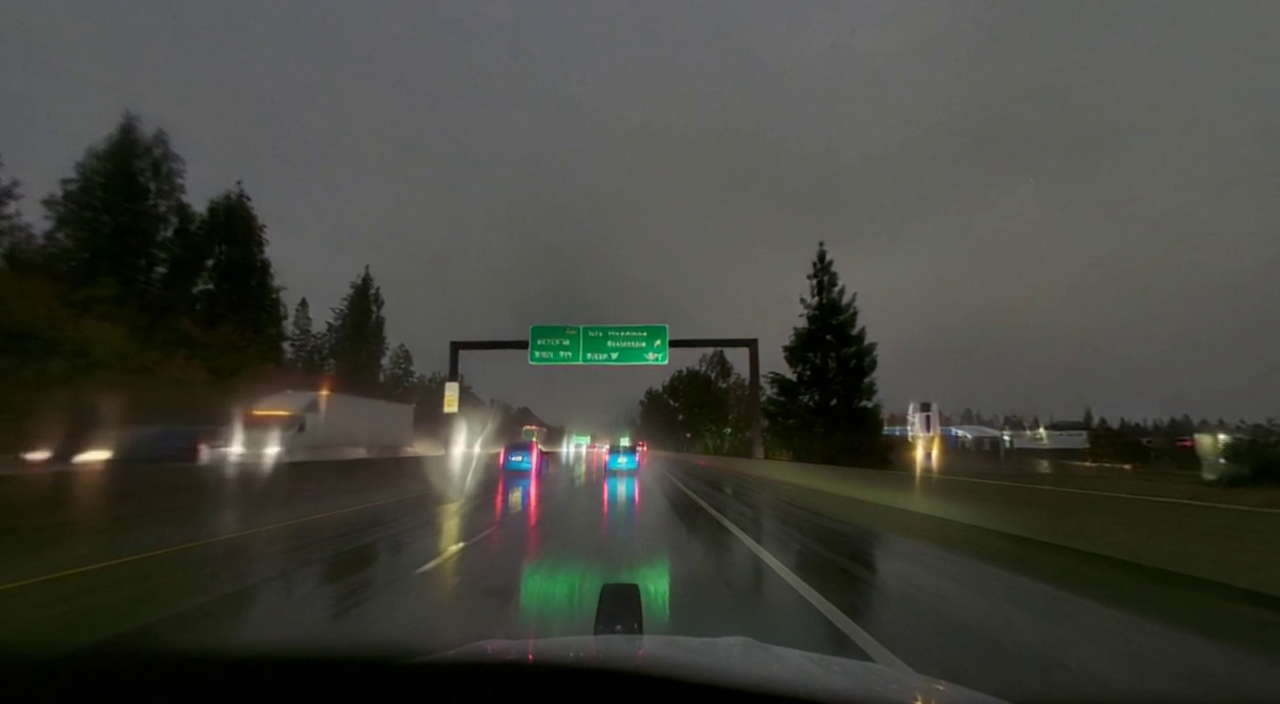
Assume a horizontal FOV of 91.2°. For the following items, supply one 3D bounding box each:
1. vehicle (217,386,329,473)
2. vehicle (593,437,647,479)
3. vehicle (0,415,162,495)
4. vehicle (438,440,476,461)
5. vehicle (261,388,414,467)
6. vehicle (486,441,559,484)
[{"bbox_3d":[-17.932,3.877,30.979,2.989,3.994,3.933,0,-9,-2],"label":"vehicle"},{"bbox_3d":[-0.879,4.729,28.067,2.220,1.711,4.056,0,-9,-1],"label":"vehicle"},{"bbox_3d":[-13.998,2.435,14.854,1.938,1.619,4.246,-1,-9,0],"label":"vehicle"},{"bbox_3d":[-14.564,7.834,49.955,1.866,1.584,3.939,0,-9,-1],"label":"vehicle"},{"bbox_3d":[-18.151,4.969,39.444,2.895,4.041,14.097,0,-9,-1],"label":"vehicle"},{"bbox_3d":[-4.683,4.483,25.723,2.103,1.588,4.709,-1,-9,0],"label":"vehicle"}]
